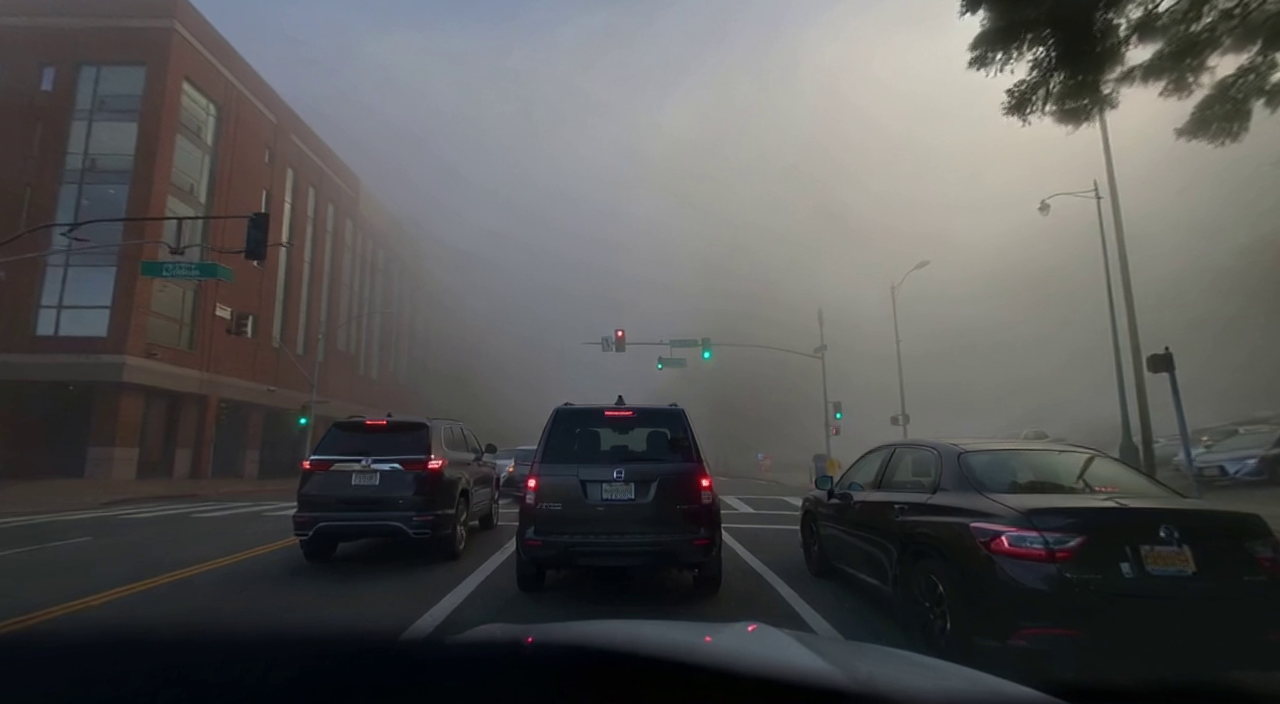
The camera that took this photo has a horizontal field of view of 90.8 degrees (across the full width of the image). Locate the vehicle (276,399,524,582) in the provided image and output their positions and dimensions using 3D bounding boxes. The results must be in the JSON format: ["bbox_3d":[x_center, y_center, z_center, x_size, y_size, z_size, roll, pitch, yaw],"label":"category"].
[{"bbox_3d":[-2.796,1.702,8.530,1.855,1.812,4.244,0,-8,-3],"label":"vehicle"}]

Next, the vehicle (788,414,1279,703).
[{"bbox_3d":[2.589,1.308,4.797,1.852,1.462,4.155,0,-8,-1],"label":"vehicle"}]

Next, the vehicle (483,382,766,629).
[{"bbox_3d":[-0.111,1.482,7.079,2.105,1.842,4.537,0,-8,0],"label":"vehicle"}]
